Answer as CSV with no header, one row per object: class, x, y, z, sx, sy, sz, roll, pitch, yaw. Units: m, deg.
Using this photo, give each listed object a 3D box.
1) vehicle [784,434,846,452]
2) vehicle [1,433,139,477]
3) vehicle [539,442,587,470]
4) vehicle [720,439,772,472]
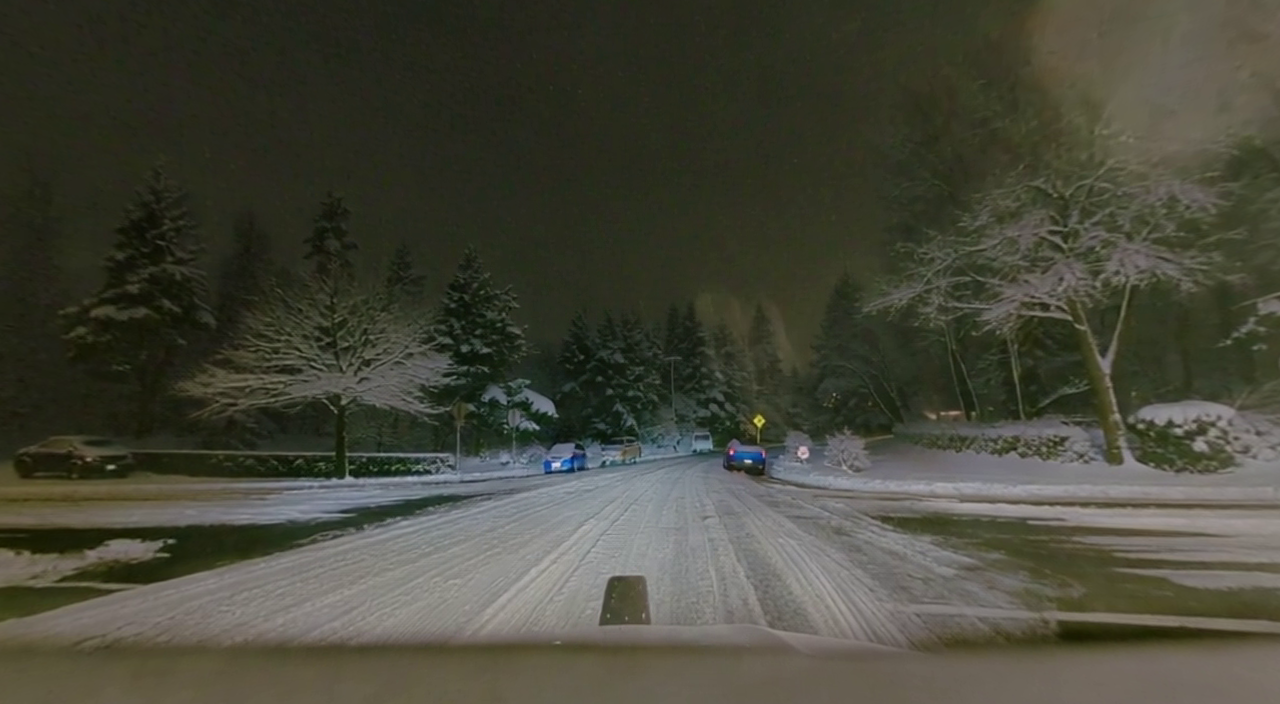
vehicle,13.435,7.008,48.551,4.310,1.378,1.698,-1,-8,4
vehicle,-24.966,4.480,27.626,4.986,1.796,2.066,-2,-9,17
vehicle,-4.396,6.034,36.734,2.102,1.507,4.049,-1,-8,2
vehicle,5.021,4.984,30.473,2.051,1.461,4.100,-1,-8,4
